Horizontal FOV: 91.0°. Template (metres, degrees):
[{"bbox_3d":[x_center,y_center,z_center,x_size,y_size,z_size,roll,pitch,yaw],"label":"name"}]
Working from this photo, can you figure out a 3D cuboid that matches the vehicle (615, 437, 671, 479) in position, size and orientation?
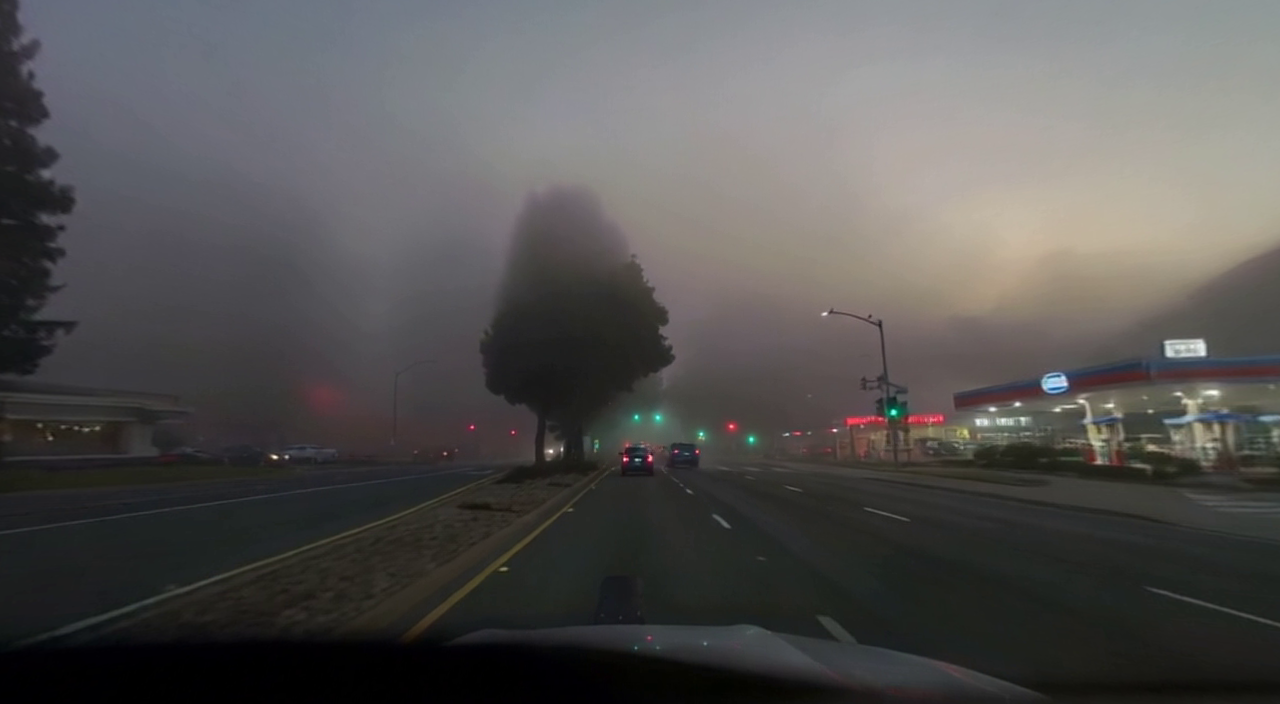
[{"bbox_3d":[0.107,4.343,26.127,2.145,1.572,4.021,1,-8,-1],"label":"vehicle"}]

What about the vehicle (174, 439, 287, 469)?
[{"bbox_3d":[-27.089,6.801,41.979,6.027,1.805,2.010,3,-11,-26],"label":"vehicle"}]

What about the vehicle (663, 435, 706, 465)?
[{"bbox_3d":[3.203,7.280,46.988,2.731,2.101,6.047,1,-8,-1],"label":"vehicle"}]
